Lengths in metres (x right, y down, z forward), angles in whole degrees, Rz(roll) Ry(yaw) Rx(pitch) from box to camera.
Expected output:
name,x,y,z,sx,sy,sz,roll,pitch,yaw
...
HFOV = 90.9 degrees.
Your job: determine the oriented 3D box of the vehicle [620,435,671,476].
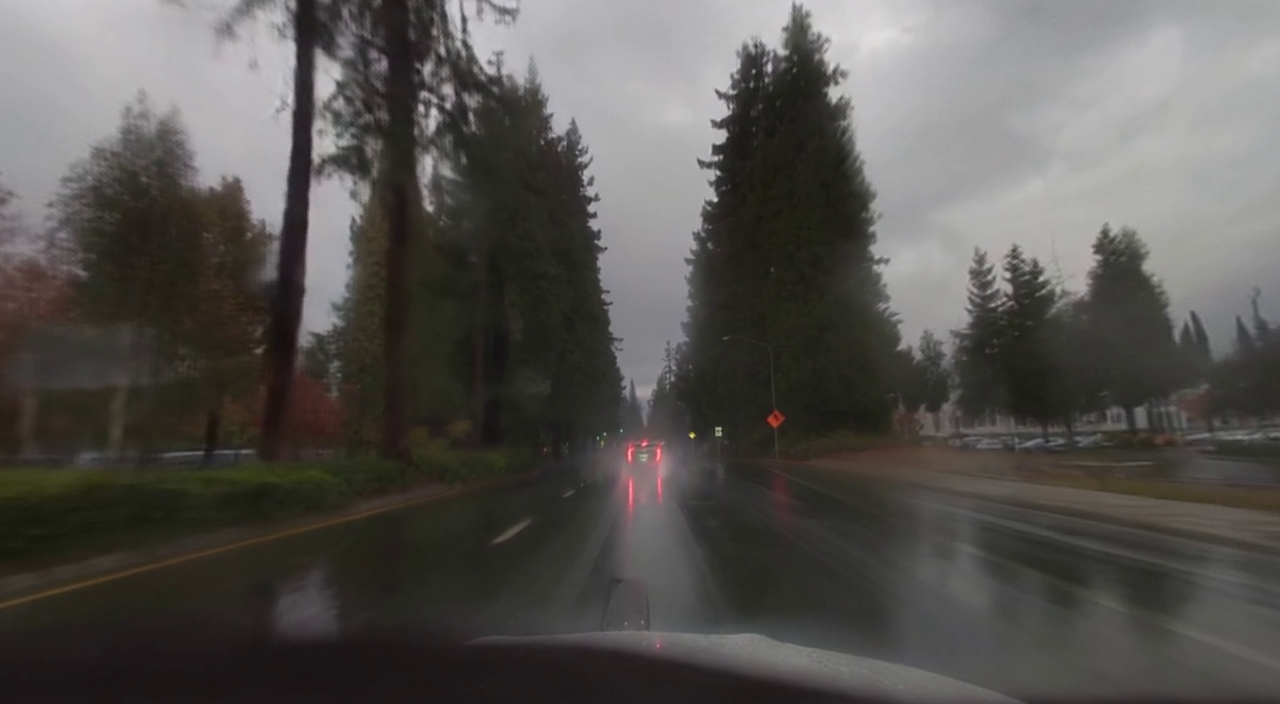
name,x,y,z,sx,sy,sz,roll,pitch,yaw
vehicle,0.165,4.649,28.383,2.135,1.691,3.884,0,-9,-2
